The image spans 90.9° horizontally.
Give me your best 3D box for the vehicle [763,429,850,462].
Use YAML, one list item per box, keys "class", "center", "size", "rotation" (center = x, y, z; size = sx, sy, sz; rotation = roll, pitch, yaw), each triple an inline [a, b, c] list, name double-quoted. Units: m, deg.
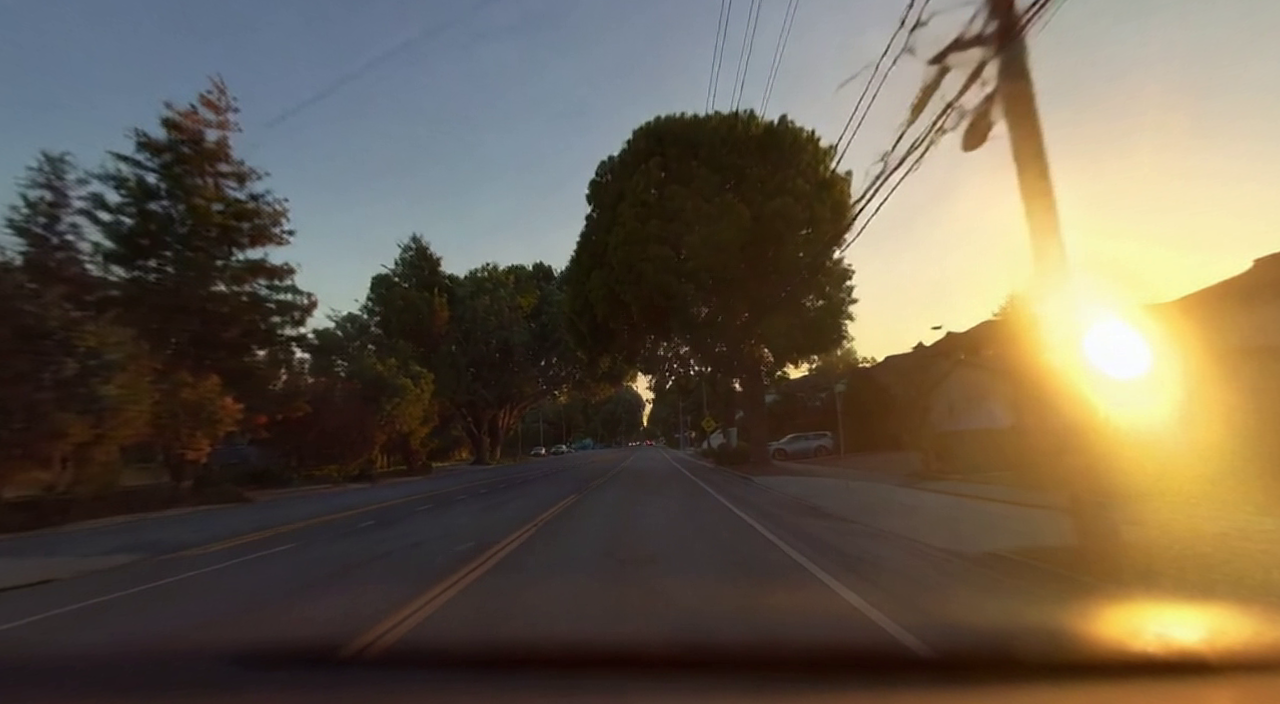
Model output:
- class: "vehicle"
  center: [9.648, 5.497, 36.868]
  size: [4.494, 1.850, 2.027]
  rotation: [0, -9, 0]
